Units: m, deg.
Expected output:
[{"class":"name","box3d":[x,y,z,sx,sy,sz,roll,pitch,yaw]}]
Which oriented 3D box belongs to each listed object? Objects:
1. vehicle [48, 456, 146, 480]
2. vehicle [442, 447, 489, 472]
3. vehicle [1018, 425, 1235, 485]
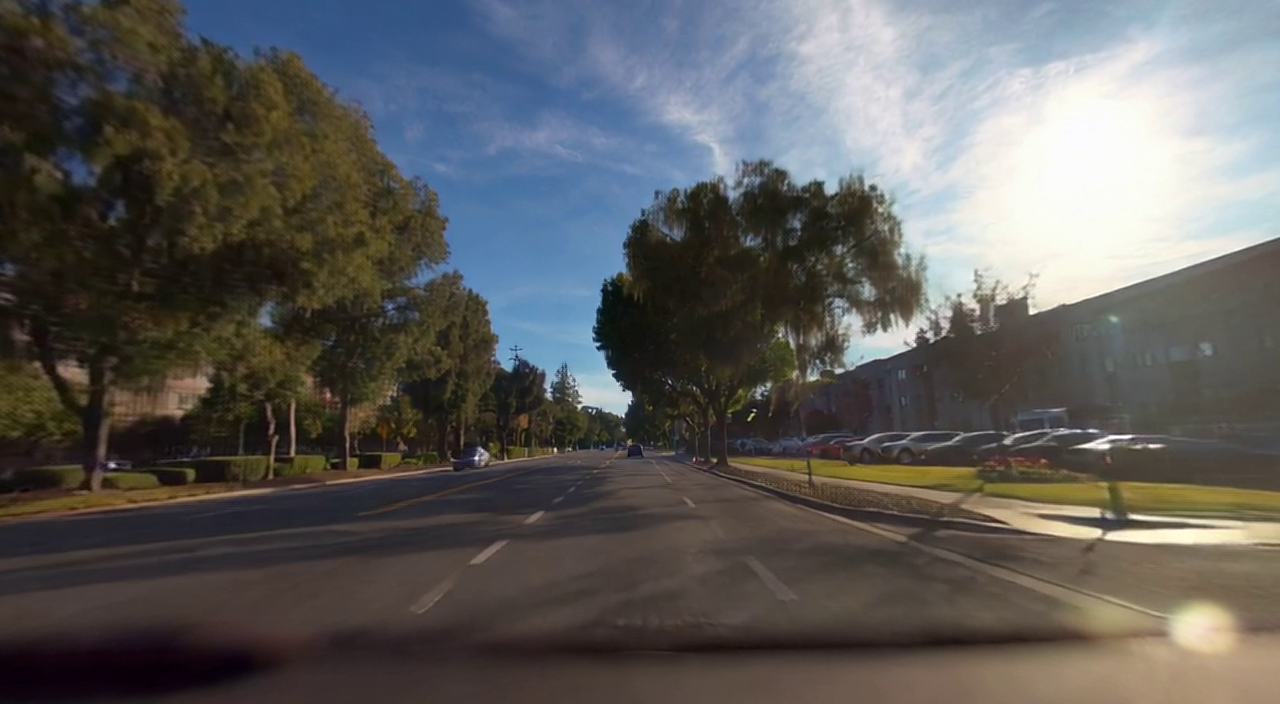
[{"class":"vehicle","box3d":[-39.674,8.450,46.153,5.232,1.633,1.950,0,-8,-3]},{"class":"vehicle","box3d":[-12.133,7.483,44.131,2.096,1.509,4.666,-1,-8,-1]},{"class":"vehicle","box3d":[14.221,3.019,18.641,4.854,1.649,1.886,0,-8,-2]}]
